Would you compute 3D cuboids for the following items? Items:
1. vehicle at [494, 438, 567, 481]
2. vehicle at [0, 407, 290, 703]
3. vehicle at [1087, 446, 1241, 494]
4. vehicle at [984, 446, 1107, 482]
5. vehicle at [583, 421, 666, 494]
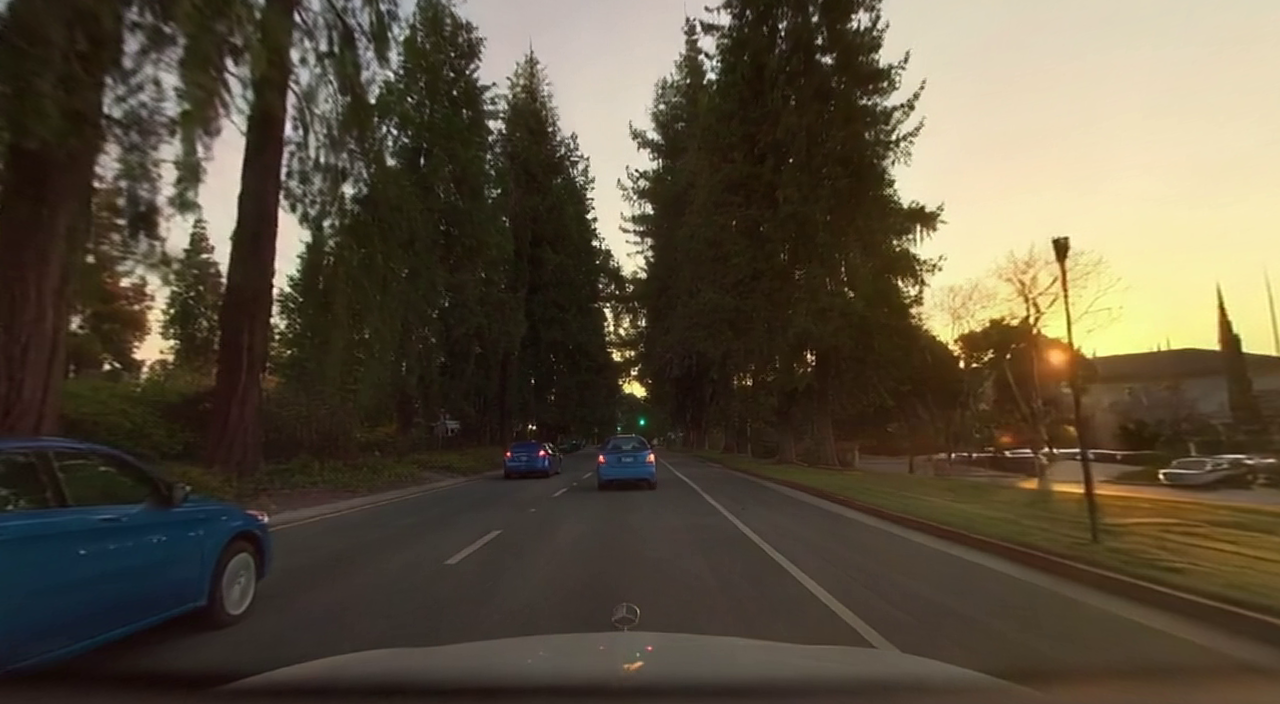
[{"bbox_3d":[-3.962,3.953,23.600,1.917,1.448,4.178,0,-8,1],"label":"vehicle"},{"bbox_3d":[-4.137,1.060,3.368,1.959,1.485,4.452,0,-8,0],"label":"vehicle"},{"bbox_3d":[20.530,4.604,24.868,4.387,1.752,1.903,0,-8,-3],"label":"vehicle"},{"bbox_3d":[19.747,5.446,30.883,4.669,1.698,1.939,0,-8,-3],"label":"vehicle"},{"bbox_3d":[-0.391,2.879,17.474,2.018,1.769,3.897,0,-8,0],"label":"vehicle"}]
